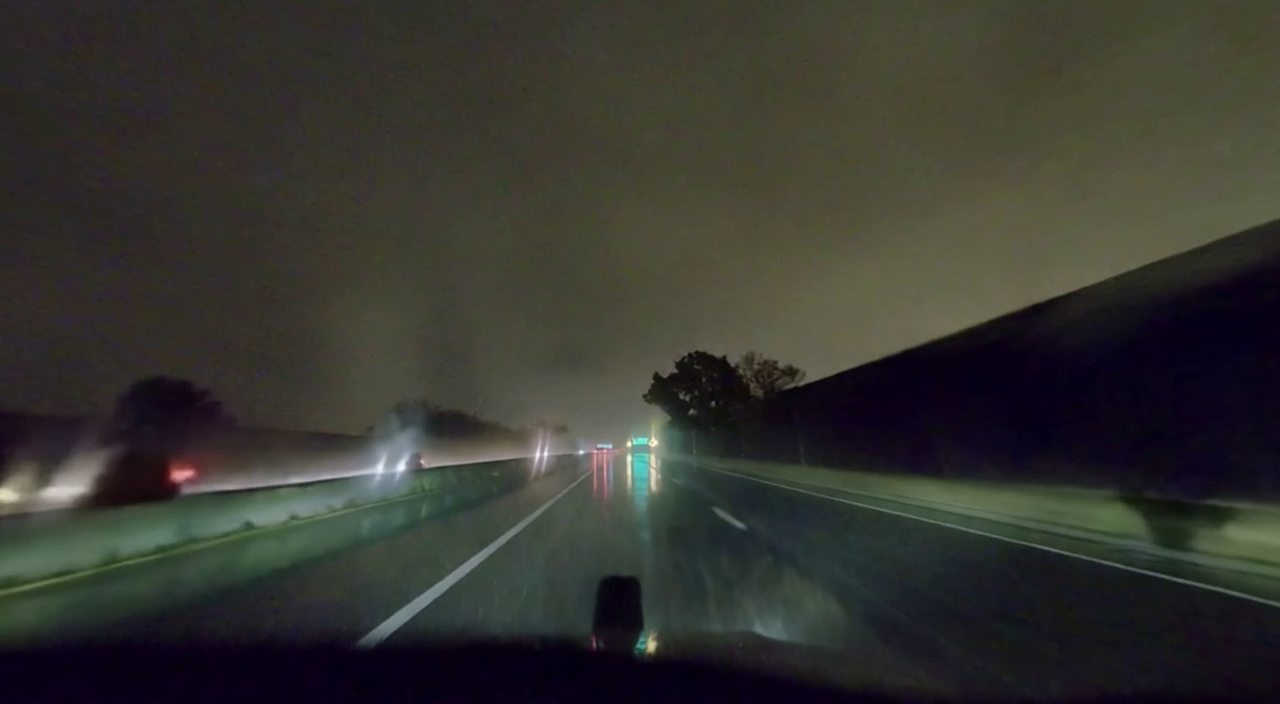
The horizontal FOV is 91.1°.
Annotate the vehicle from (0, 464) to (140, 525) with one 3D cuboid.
[{"bbox_3d":[-17.473,4.077,18.461,1.802,1.467,4.590,0,-9,-1],"label":"vehicle"}]

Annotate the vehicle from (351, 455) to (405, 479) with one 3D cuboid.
[{"bbox_3d":[-17.414,7.646,41.967,1.832,1.486,4.110,0,-9,0],"label":"vehicle"}]
